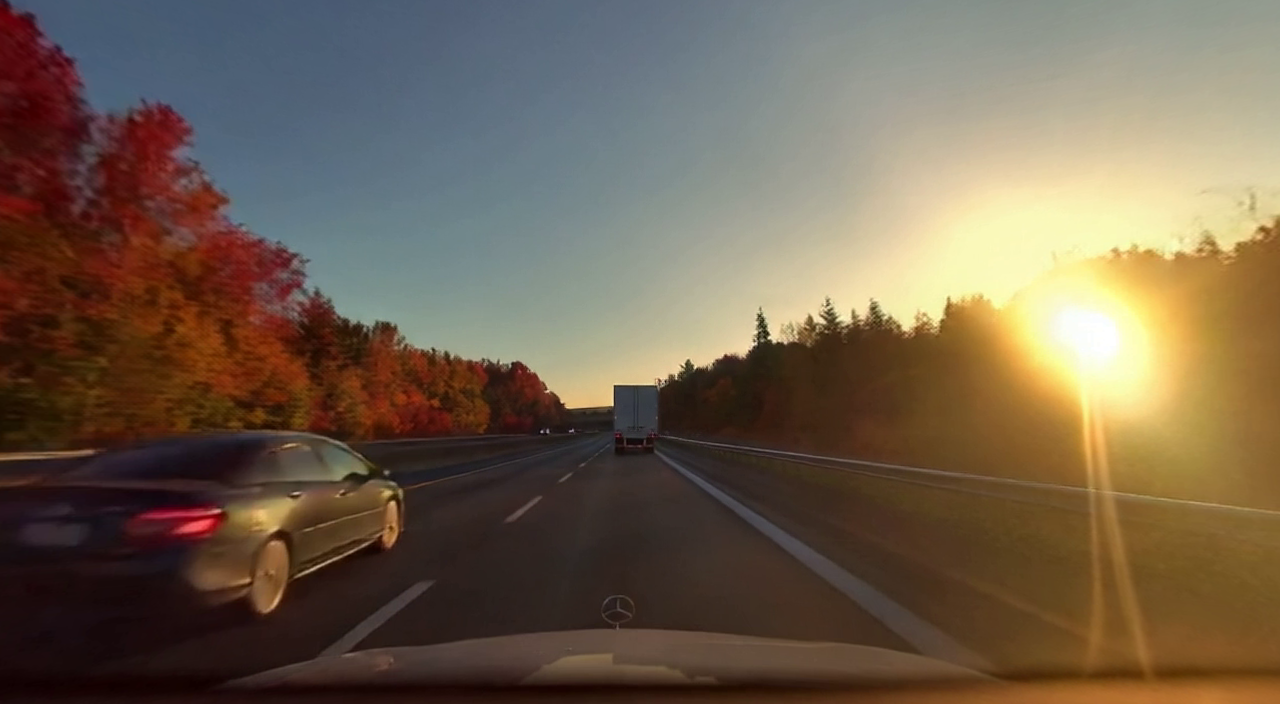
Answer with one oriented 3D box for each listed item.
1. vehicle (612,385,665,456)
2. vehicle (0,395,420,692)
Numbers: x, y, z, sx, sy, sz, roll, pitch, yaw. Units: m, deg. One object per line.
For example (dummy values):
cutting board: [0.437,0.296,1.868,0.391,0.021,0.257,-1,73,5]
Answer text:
vehicle: [-0.276,4.709,41.764,3.013,4.016,11.496,0,-8,-2]
vehicle: [-3.755,1.262,5.364,2.217,1.495,4.245,0,-8,0]
